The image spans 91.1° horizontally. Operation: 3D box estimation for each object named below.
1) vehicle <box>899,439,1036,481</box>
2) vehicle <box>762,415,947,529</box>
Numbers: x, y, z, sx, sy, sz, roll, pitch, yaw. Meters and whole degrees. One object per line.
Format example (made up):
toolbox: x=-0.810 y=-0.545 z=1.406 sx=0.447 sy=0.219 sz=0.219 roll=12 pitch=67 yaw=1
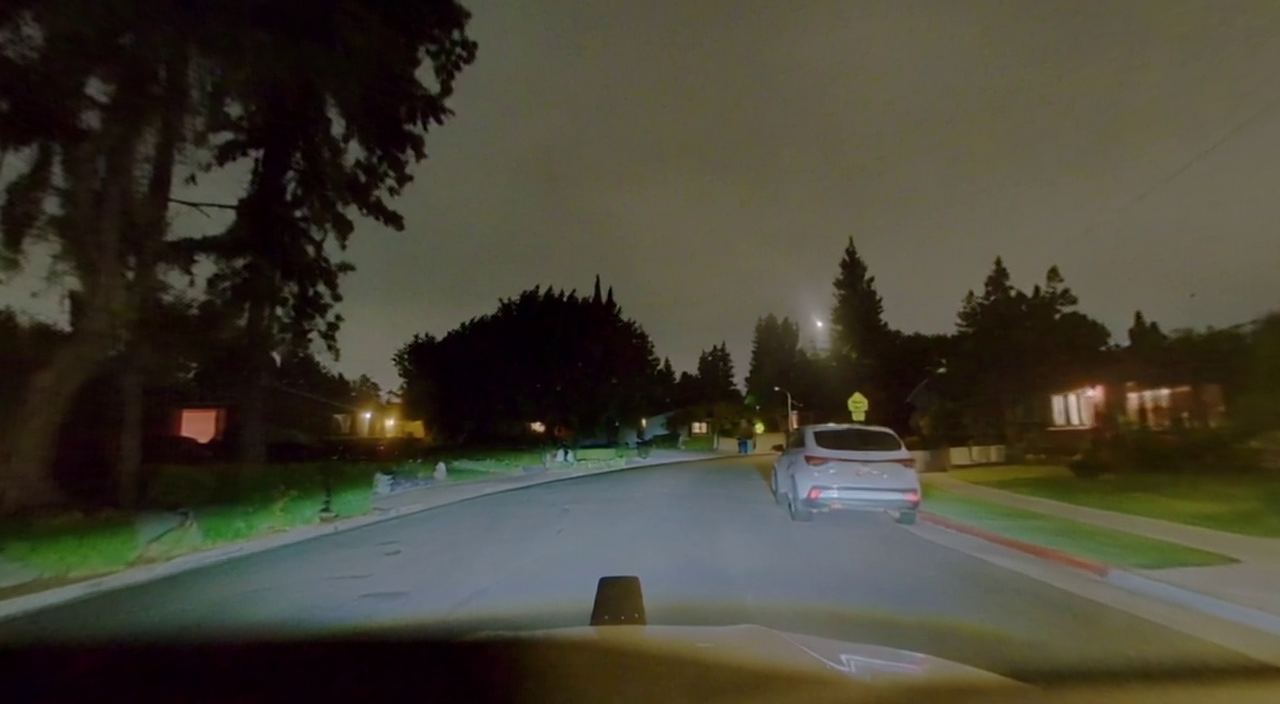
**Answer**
vehicle: x=12.697 y=4.209 z=24.675 sx=4.457 sy=1.510 sz=1.762 roll=-3 pitch=-9 yaw=19
vehicle: x=3.789 y=2.207 z=12.129 sx=2.163 sy=1.760 sz=4.591 roll=0 pitch=-8 yaw=3
